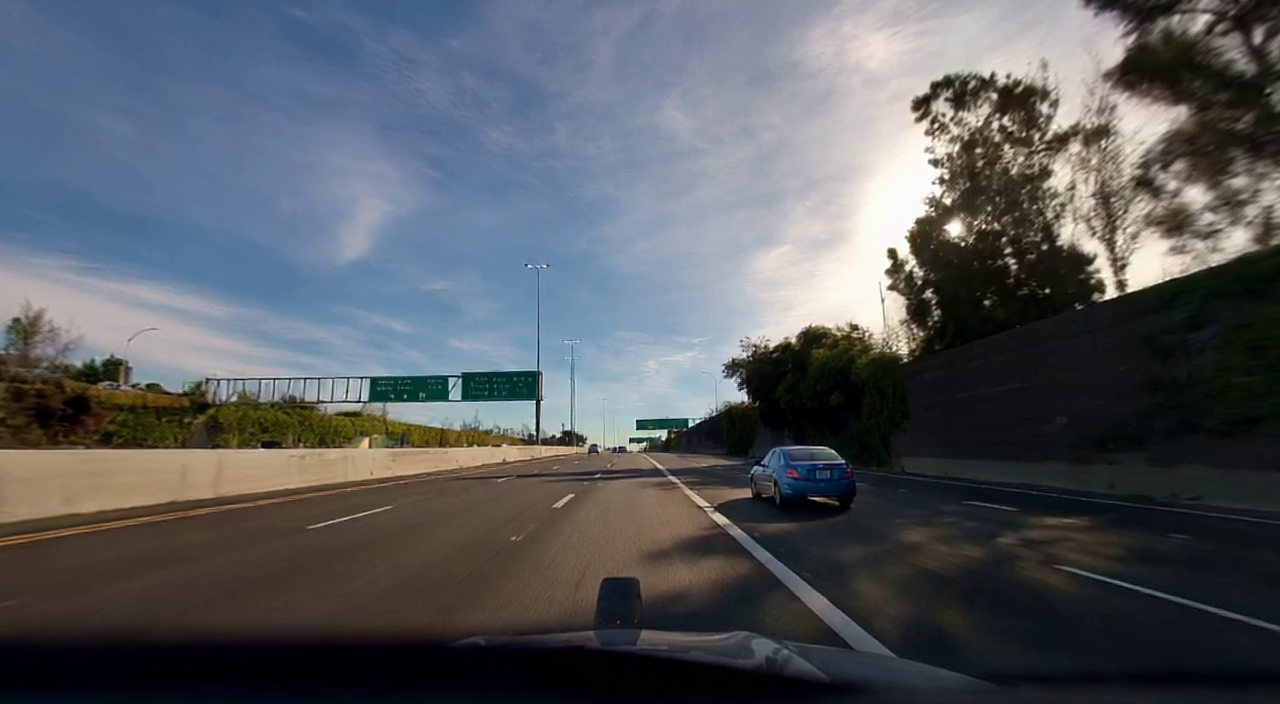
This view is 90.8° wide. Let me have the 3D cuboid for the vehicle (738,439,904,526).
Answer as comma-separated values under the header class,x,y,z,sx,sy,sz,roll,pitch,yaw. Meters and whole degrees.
class,x,y,z,sx,sy,sz,roll,pitch,yaw
vehicle,3.491,2.603,13.290,1.989,1.479,4.670,0,-9,-2
